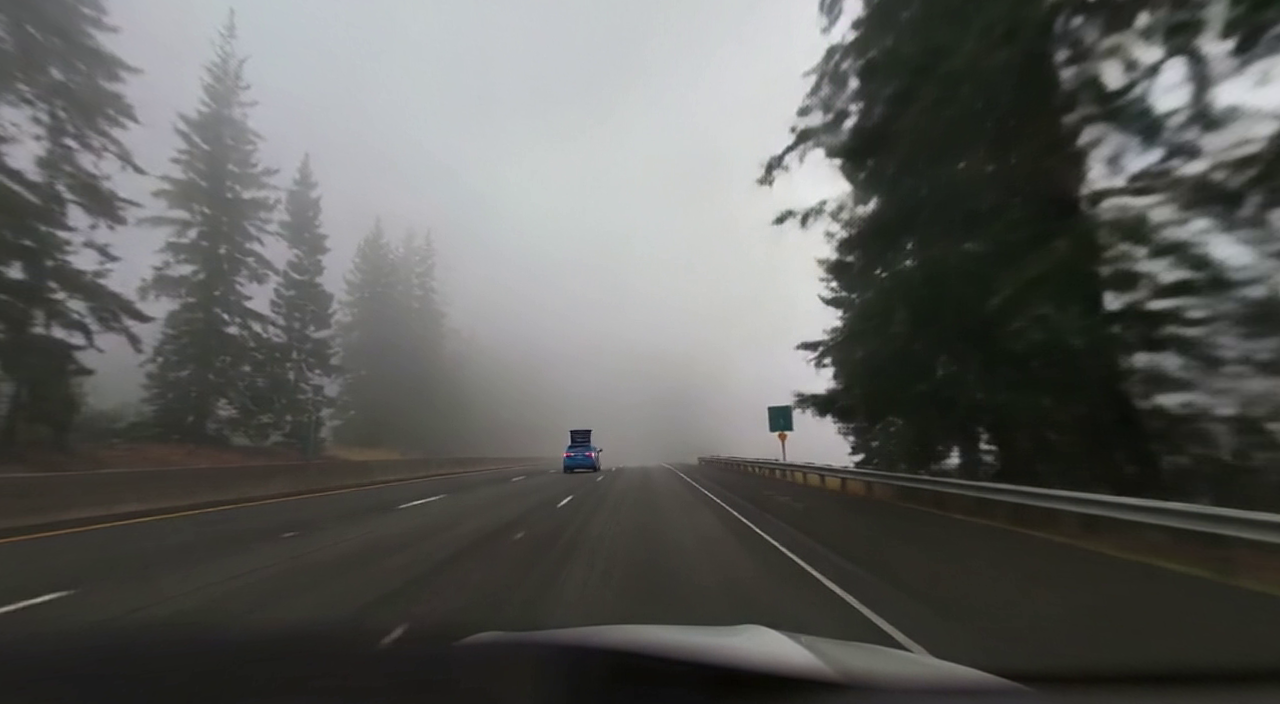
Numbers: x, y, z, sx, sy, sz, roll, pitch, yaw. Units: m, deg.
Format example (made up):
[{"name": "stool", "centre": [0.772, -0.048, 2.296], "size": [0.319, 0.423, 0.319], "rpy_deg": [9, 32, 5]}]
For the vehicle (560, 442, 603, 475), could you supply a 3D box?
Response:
[{"name": "vehicle", "centre": [-3.341, 6.181, 36.713], "size": [2.084, 1.752, 4.479], "rpy_deg": [0, -8, 1]}]
